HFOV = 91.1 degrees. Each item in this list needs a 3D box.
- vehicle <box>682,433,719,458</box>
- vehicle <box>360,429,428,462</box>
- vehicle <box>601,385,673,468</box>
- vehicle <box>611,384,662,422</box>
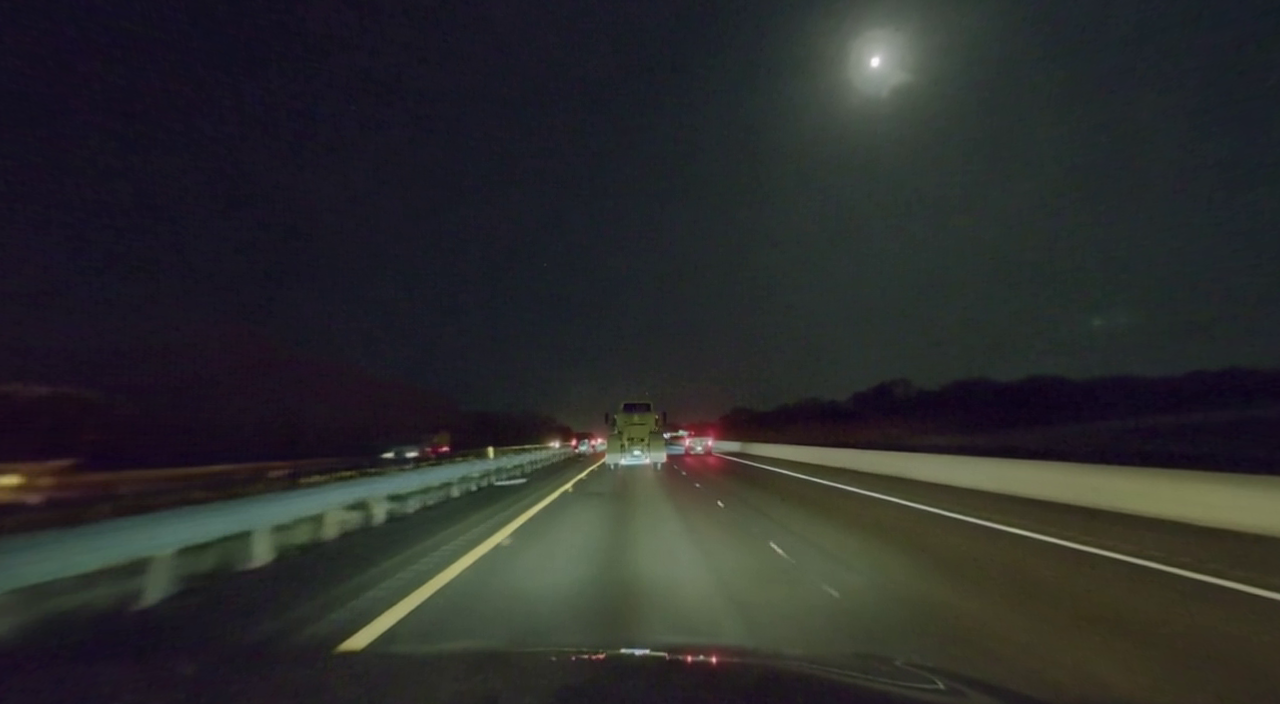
[{"bbox_3d":[3.821,5.934,40.252,1.910,1.492,4.324,0,-8,-1],"label":"vehicle"},{"bbox_3d":[-14.645,5.578,37.751,2.096,1.872,5.011,0,-8,-1],"label":"vehicle"},{"bbox_3d":[-0.296,3.944,32.644,2.953,3.406,13.372,0,-7,-2],"label":"vehicle"},{"bbox_3d":[-0.184,2.343,28.039,2.112,1.472,4.240,0,-8,-1],"label":"vehicle"}]
